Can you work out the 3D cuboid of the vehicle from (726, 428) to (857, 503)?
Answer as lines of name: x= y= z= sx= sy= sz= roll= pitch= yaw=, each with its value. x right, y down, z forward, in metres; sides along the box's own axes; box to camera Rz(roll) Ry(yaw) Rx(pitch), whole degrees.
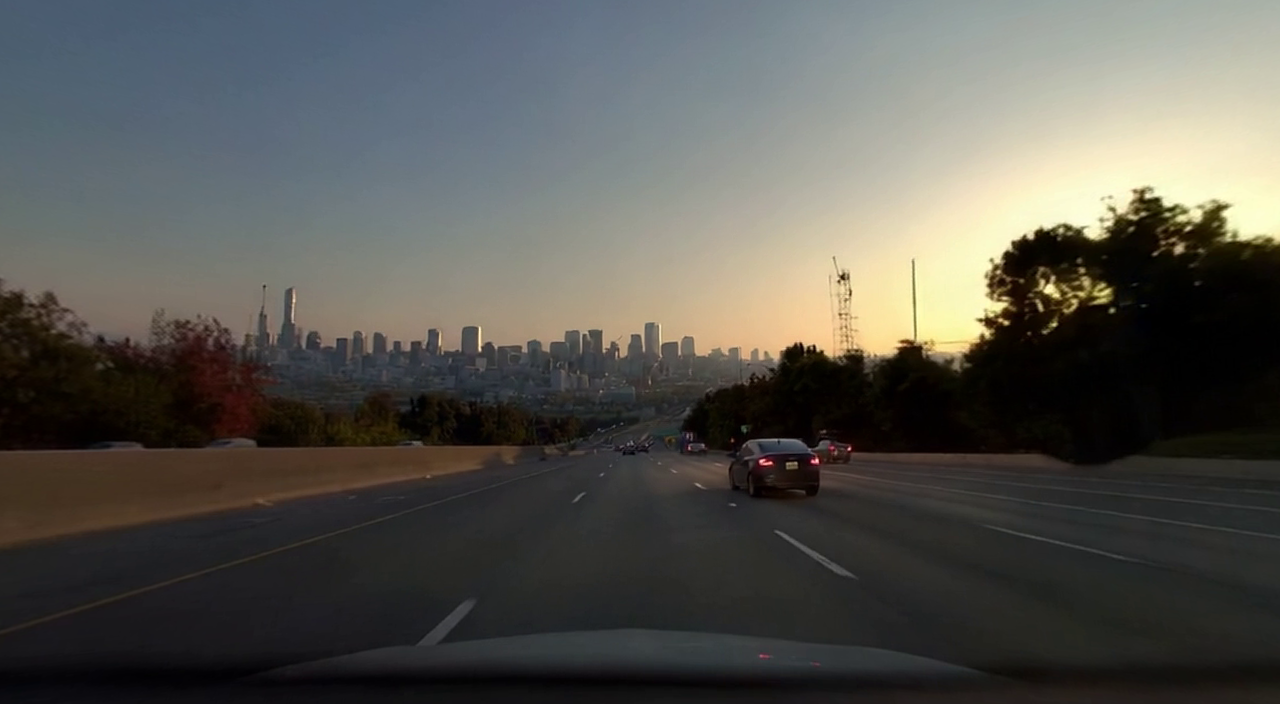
vehicle: x=3.889 y=3.017 z=17.237 sx=2.305 sy=1.729 sz=4.526 roll=0 pitch=-8 yaw=-2
